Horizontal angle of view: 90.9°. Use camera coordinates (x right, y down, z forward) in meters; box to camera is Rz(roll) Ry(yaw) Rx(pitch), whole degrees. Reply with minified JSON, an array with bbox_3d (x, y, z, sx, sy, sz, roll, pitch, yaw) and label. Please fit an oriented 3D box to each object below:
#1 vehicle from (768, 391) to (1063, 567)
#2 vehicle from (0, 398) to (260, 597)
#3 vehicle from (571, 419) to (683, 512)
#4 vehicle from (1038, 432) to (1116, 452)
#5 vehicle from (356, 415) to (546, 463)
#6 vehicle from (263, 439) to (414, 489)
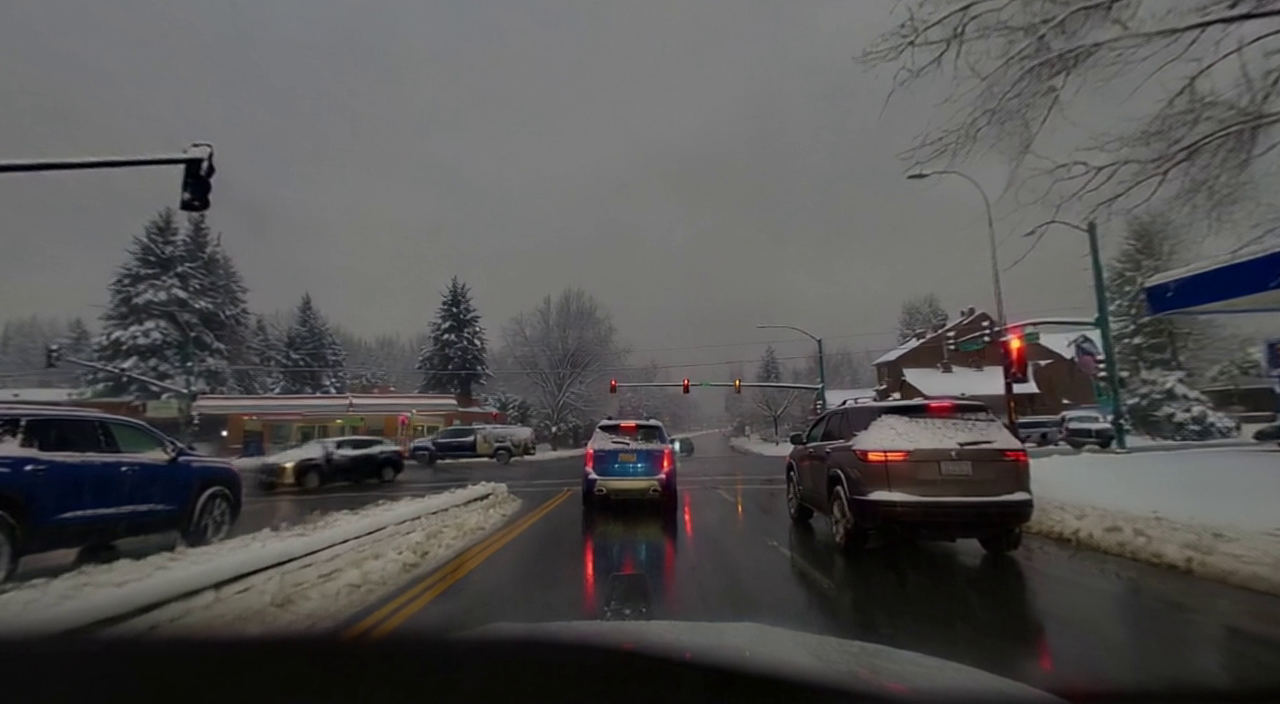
[{"bbox_3d":[3.245,1.606,8.638,2.083,1.779,4.347,0,-8,0],"label":"vehicle"},{"bbox_3d":[-6.757,1.492,6.897,2.011,1.774,4.866,0,-8,2],"label":"vehicle"},{"bbox_3d":[-0.218,2.394,13.712,2.067,1.702,3.987,0,-8,1],"label":"vehicle"},{"bbox_3d":[33.428,6.885,48.252,4.562,1.456,1.825,0,-8,1],"label":"vehicle"},{"bbox_3d":[-13.311,6.309,45.456,12.640,3.321,2.995,1,-8,-3],"label":"vehicle"},{"bbox_3d":[-10.059,3.746,21.460,1.847,1.508,4.366,-4,-9,25],"label":"vehicle"}]
